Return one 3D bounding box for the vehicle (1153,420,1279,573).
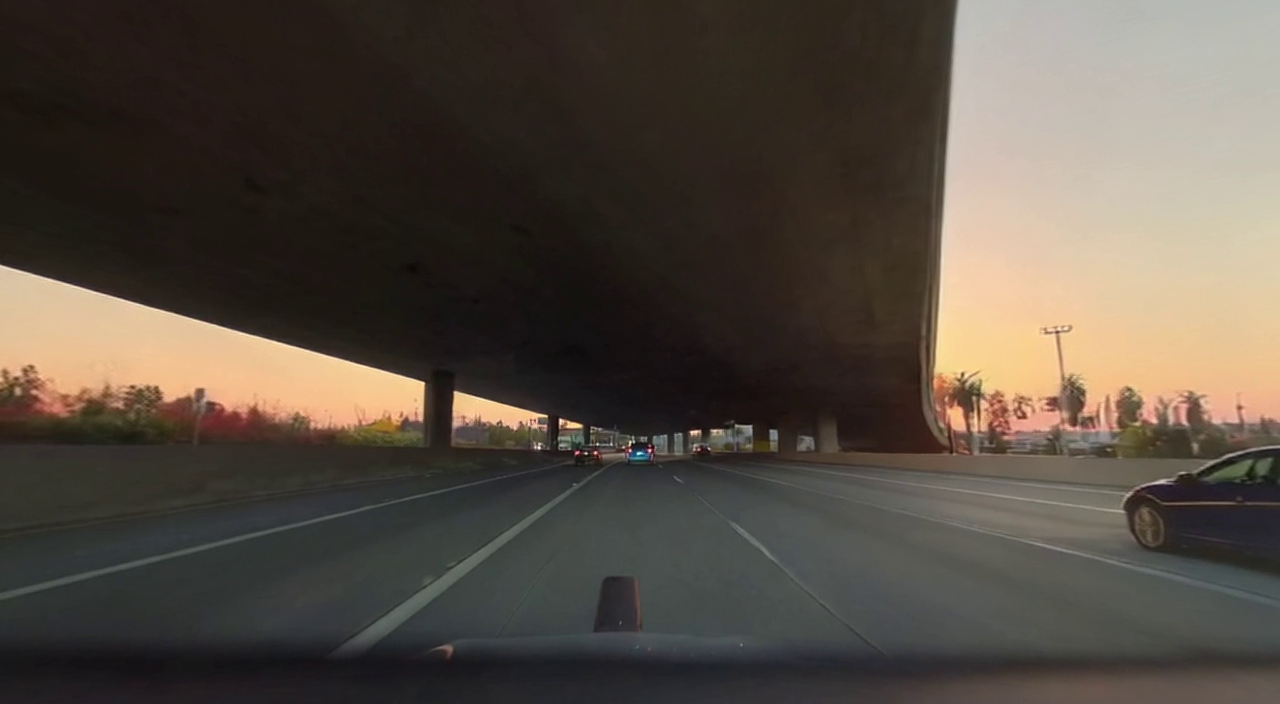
[{"bbox_3d":[7.329,1.300,5.333,1.937,1.498,4.710,0,-8,-1],"label":"vehicle"}]

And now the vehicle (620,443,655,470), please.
[{"bbox_3d":[-0.158,6.305,38.202,2.036,1.542,3.891,0,-8,0],"label":"vehicle"}]
